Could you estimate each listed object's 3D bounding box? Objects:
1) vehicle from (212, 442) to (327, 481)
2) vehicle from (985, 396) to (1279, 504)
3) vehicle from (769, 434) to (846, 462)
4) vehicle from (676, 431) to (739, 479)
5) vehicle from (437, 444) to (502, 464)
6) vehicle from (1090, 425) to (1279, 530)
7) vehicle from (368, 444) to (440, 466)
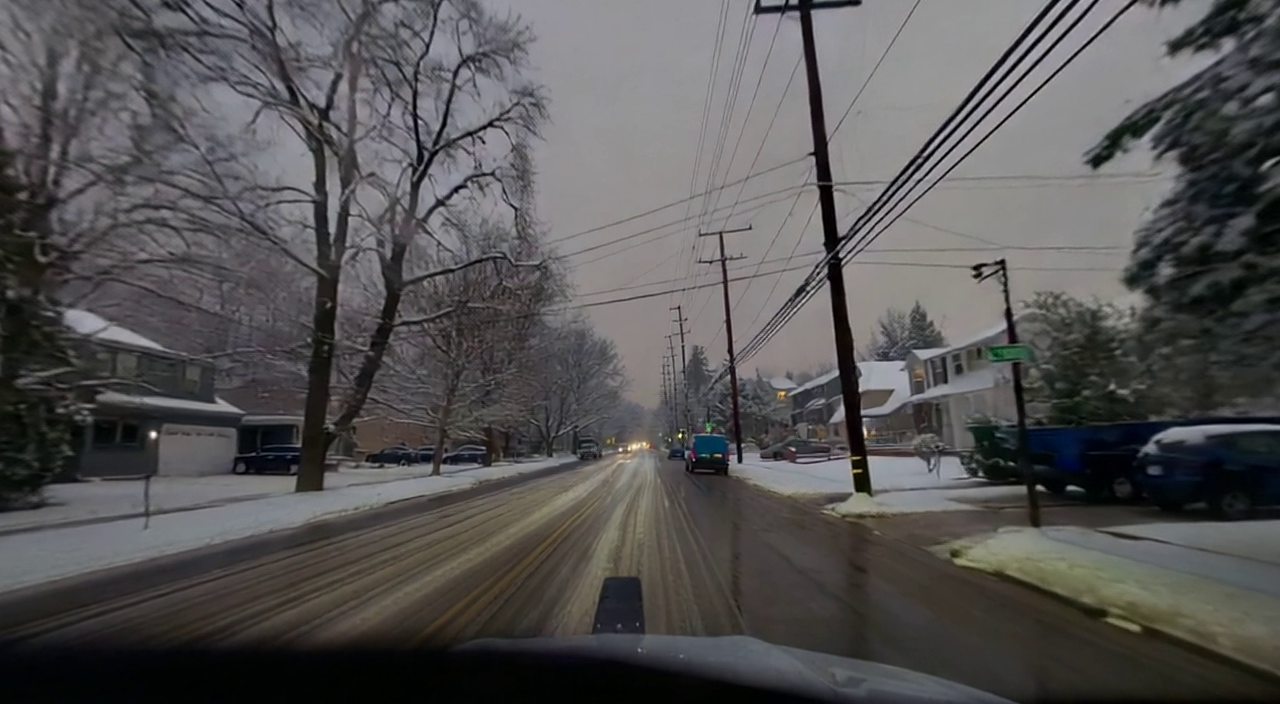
[{"bbox_3d":[-18.276,5.389,31.328,4.414,1.731,2.008,-1,-8,-3],"label":"vehicle"},{"bbox_3d":[10.349,1.994,13.068,5.030,1.915,2.221,-2,-7,2],"label":"vehicle"},{"bbox_3d":[11.261,6.475,42.629,4.602,1.799,1.859,0,-8,-1],"label":"vehicle"},{"bbox_3d":[3.098,4.870,30.226,2.311,2.069,5.156,0,-8,-1],"label":"vehicle"},{"bbox_3d":[-12.989,7.816,48.345,4.443,1.475,1.932,1,-8,-2],"label":"vehicle"},{"bbox_3d":[9.884,1.899,9.870,4.125,1.461,1.984,0,-8,1],"label":"vehicle"},{"bbox_3d":[-17.863,7.823,48.059,4.615,1.482,2.073,1,-7,0],"label":"vehicle"}]
